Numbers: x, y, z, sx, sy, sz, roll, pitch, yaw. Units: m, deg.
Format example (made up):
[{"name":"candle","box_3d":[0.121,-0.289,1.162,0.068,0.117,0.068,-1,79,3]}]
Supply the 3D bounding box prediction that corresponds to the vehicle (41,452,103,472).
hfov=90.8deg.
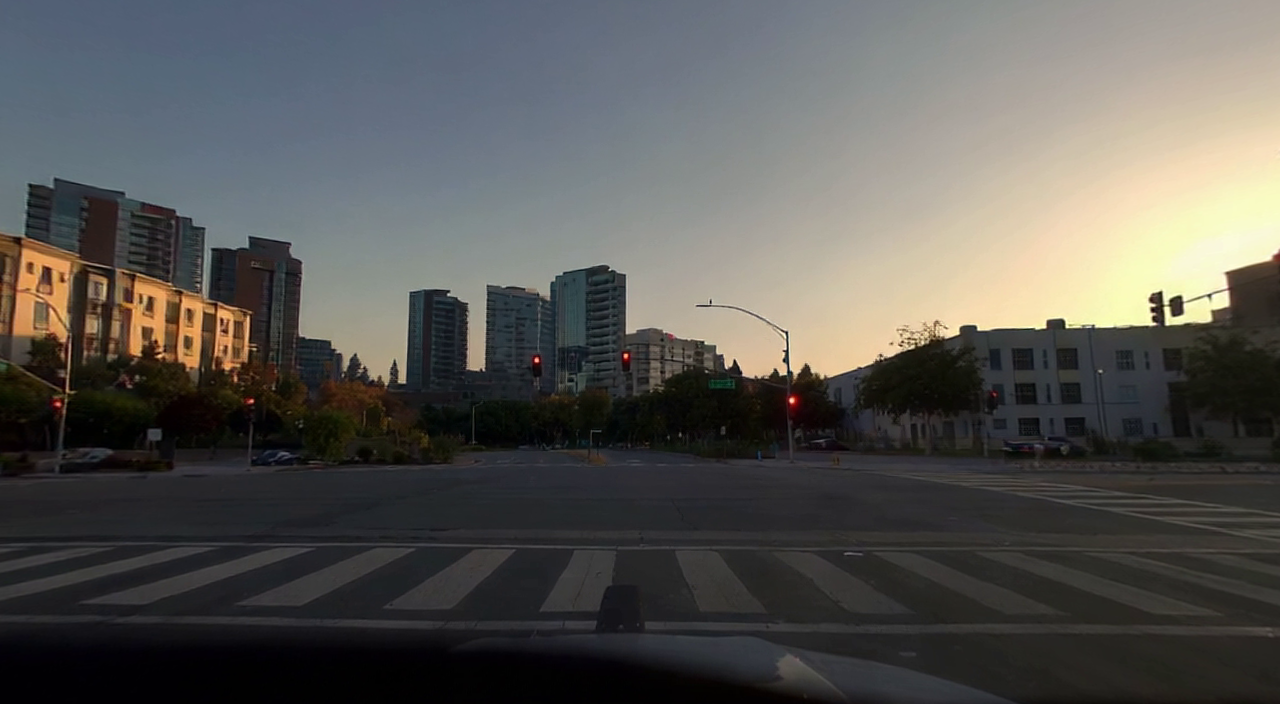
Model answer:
[{"name":"vehicle","box_3d":[-41.625,8.042,46.375,1.552,1.339,3.340,-1,-9,-3]}]

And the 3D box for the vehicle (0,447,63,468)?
[{"name":"vehicle","box_3d":[-45.285,7.777,46.612,1.858,1.467,3.624,0,-9,1]}]

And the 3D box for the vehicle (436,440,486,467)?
[{"name":"vehicle","box_3d":[-12.005,6.832,42.659,2.080,1.763,4.341,0,-8,1]}]

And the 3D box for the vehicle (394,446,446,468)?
[{"name":"vehicle","box_3d":[-15.521,7.441,44.841,2.056,1.450,4.343,0,-8,0]}]

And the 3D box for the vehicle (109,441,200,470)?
[{"name":"vehicle","box_3d":[-34.936,7.447,45.749,2.204,1.955,5.518,0,-8,0]}]
